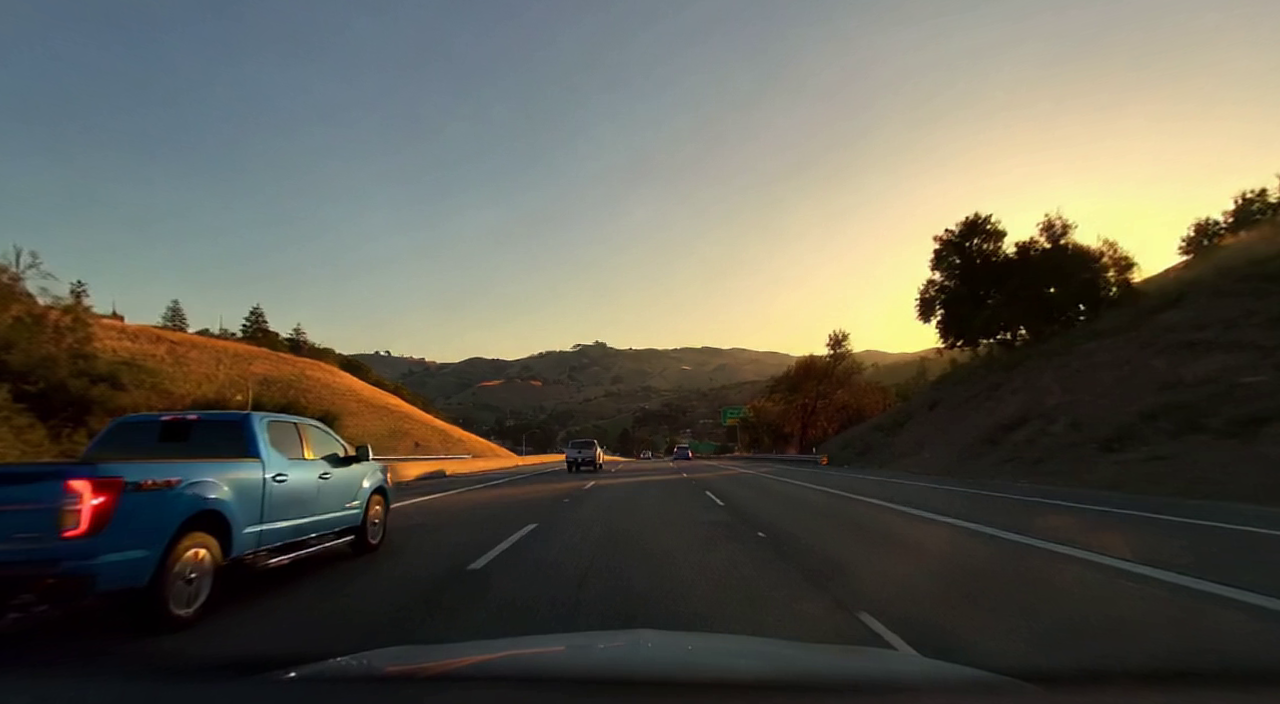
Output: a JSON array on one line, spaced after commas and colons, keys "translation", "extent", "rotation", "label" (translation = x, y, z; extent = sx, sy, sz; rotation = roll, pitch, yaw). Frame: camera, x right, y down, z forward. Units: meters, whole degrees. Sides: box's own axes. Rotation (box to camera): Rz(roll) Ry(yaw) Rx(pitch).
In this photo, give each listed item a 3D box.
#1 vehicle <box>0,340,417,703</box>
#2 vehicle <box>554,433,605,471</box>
[{"translation": [-4.260, 1.276, 5.779], "extent": [2.285, 1.853, 5.564], "rotation": [0, -9, 1], "label": "vehicle"}, {"translation": [-3.712, 6.332, 39.987], "extent": [2.496, 2.203, 6.317], "rotation": [0, -9, 1], "label": "vehicle"}]
